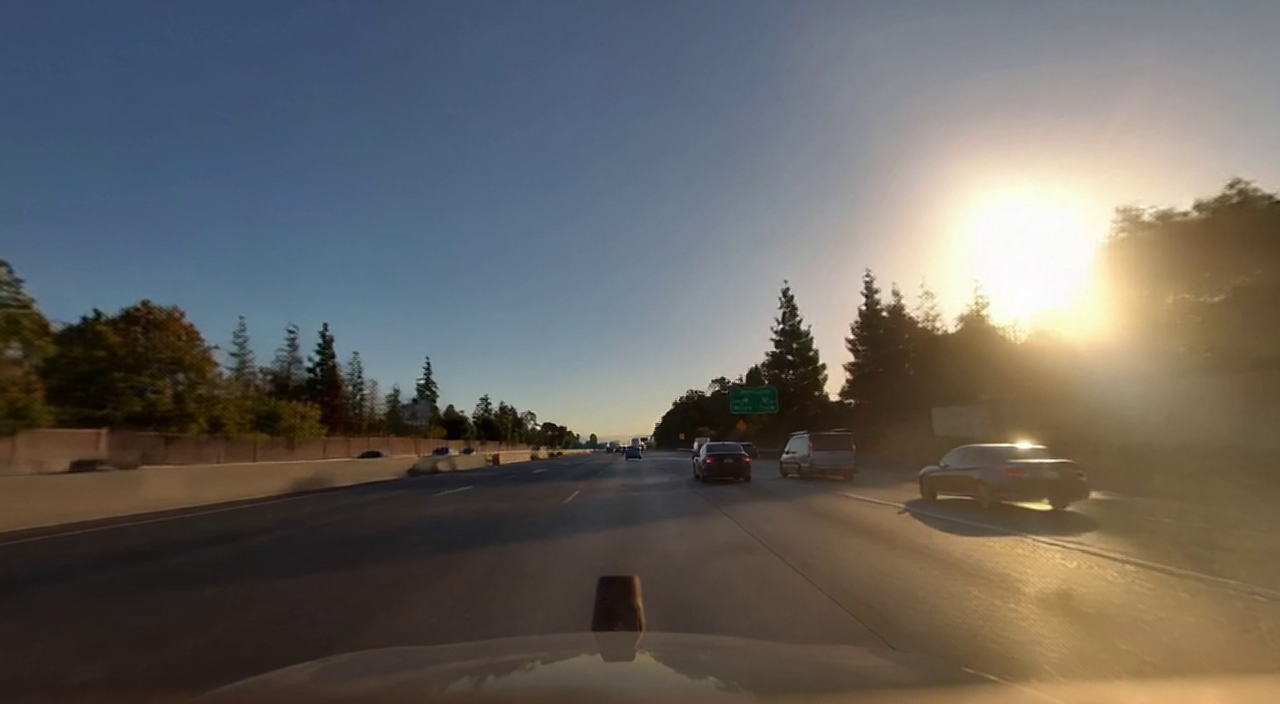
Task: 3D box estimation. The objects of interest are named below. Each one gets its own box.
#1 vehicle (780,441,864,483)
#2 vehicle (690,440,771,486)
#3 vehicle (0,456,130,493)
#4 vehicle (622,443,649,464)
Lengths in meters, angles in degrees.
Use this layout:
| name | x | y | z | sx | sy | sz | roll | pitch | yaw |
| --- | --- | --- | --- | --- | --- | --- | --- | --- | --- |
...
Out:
| name | x | y | z | sx | sy | sz | roll | pitch | yaw |
| --- | --- | --- | --- | --- | --- | --- | --- | --- | --- |
| vehicle | 7.164 | 4.371 | 25.396 | 1.946 | 1.497 | 4.467 | 0 | -8 | -2 |
| vehicle | 3.115 | 3.941 | 22.795 | 2.076 | 1.472 | 4.562 | 0 | -8 | -2 |
| vehicle | -26.607 | 5.640 | 29.369 | 1.951 | 1.481 | 4.693 | 0 | -9 | -1 |
| vehicle | -0.426 | 7.937 | 49.582 | 2.029 | 1.595 | 4.207 | 0 | -8 | -1 |
